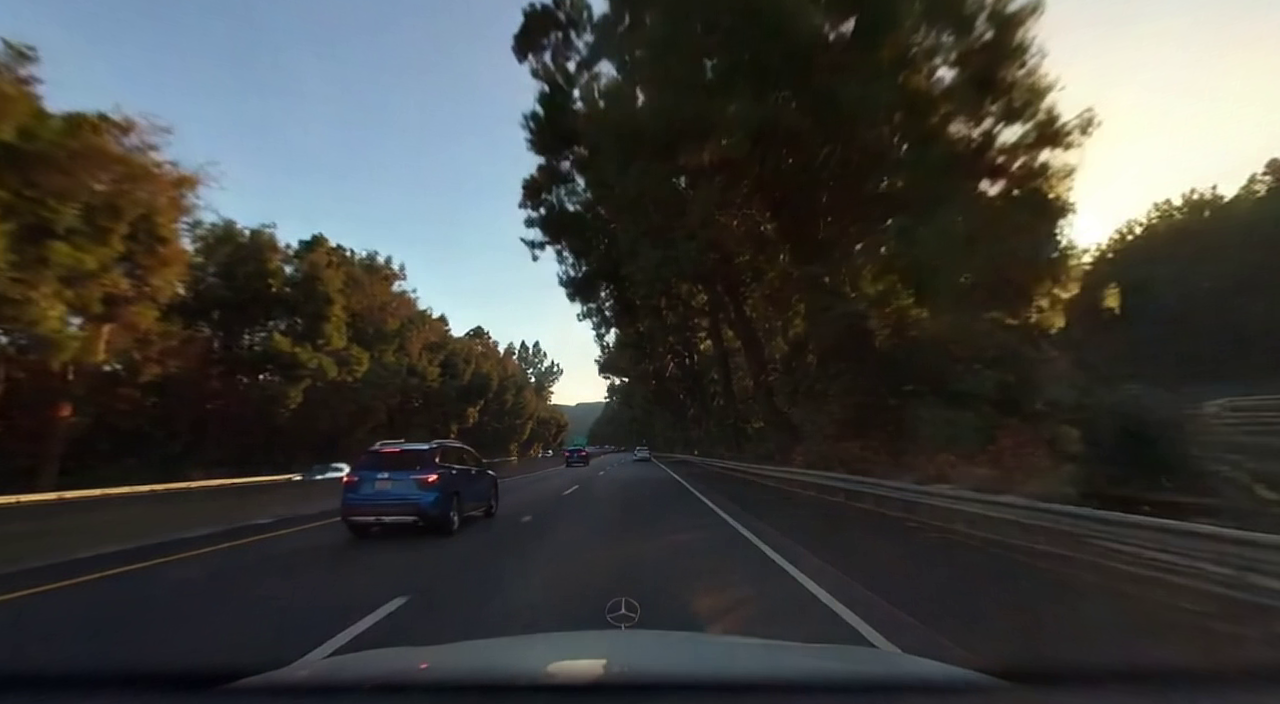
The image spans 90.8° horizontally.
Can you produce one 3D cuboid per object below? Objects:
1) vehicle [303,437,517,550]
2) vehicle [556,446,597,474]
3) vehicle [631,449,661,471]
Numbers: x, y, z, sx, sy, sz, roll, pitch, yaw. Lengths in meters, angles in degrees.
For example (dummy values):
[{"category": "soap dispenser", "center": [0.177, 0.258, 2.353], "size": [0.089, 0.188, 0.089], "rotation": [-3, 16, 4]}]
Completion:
[{"category": "vehicle", "center": [-3.573, 2.265, 10.826], "size": [2.034, 1.520, 4.236], "rotation": [0, -9, 1]}, {"category": "vehicle", "center": [-3.997, 6.872, 40.493], "size": [2.100, 1.667, 4.223], "rotation": [0, -9, 1]}, {"category": "vehicle", "center": [0.428, 7.897, 46.373], "size": [2.046, 1.452, 4.407], "rotation": [0, -9, 0]}]
